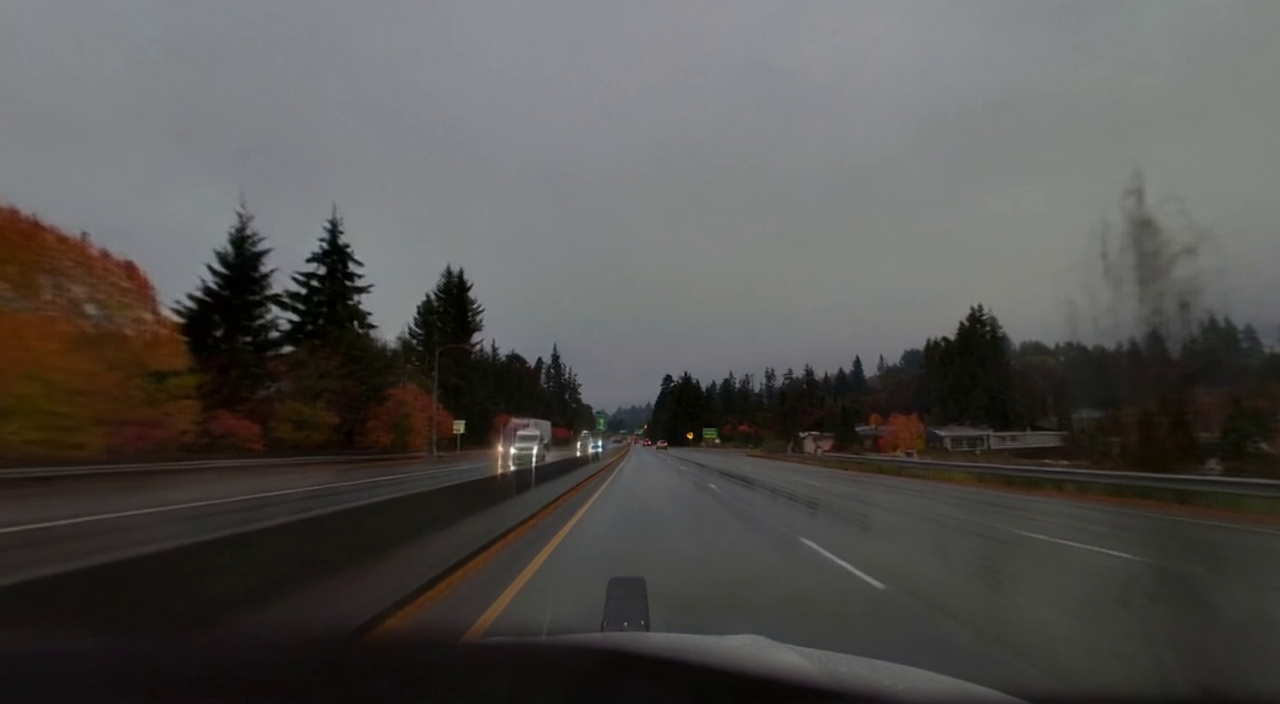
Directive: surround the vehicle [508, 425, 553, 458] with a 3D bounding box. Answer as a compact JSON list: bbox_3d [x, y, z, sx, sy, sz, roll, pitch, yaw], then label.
[{"bbox_3d":[-8.247,6.830,48.001,2.314,2.316,5.813,0,-8,1],"label":"vehicle"}]
